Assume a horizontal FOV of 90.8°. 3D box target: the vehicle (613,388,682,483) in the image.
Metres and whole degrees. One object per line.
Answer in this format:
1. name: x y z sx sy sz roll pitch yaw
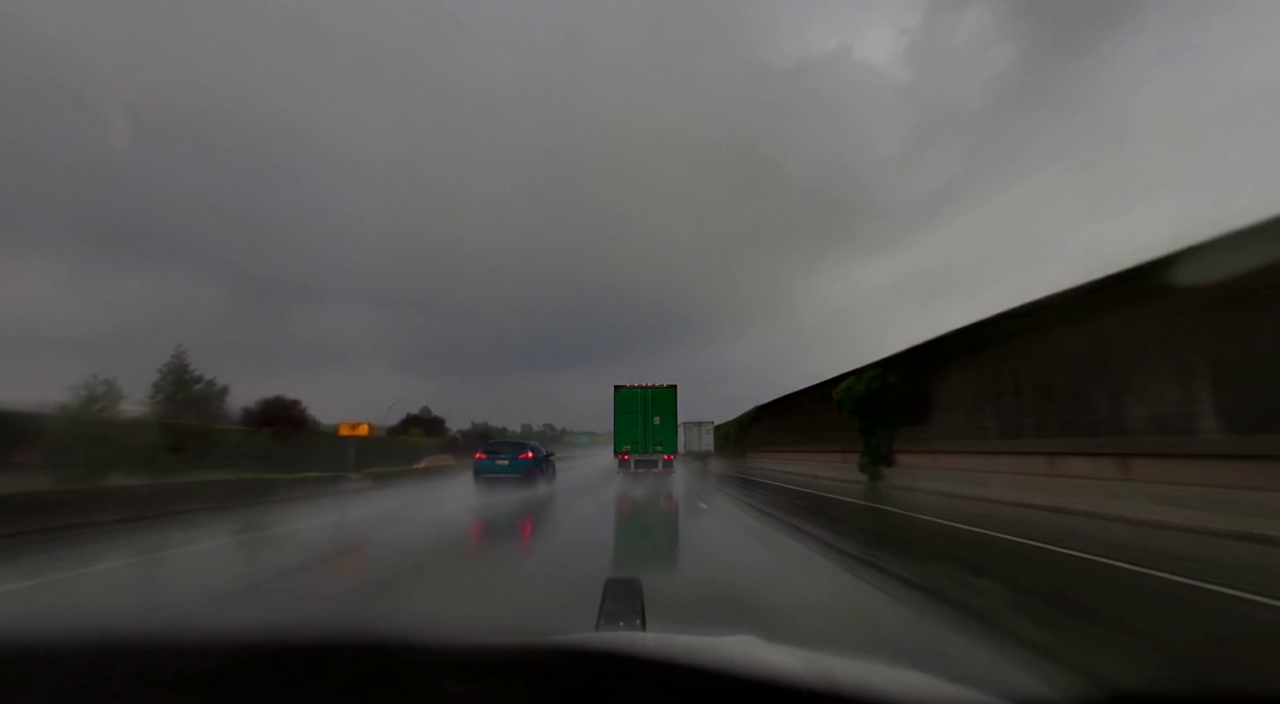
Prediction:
1. vehicle: 0.296 4.418 32.600 2.932 4.042 11.054 0 -9 0

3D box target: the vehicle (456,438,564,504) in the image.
1. vehicle: -3.572 3.359 18.258 2.173 1.657 4.401 0 -9 0
